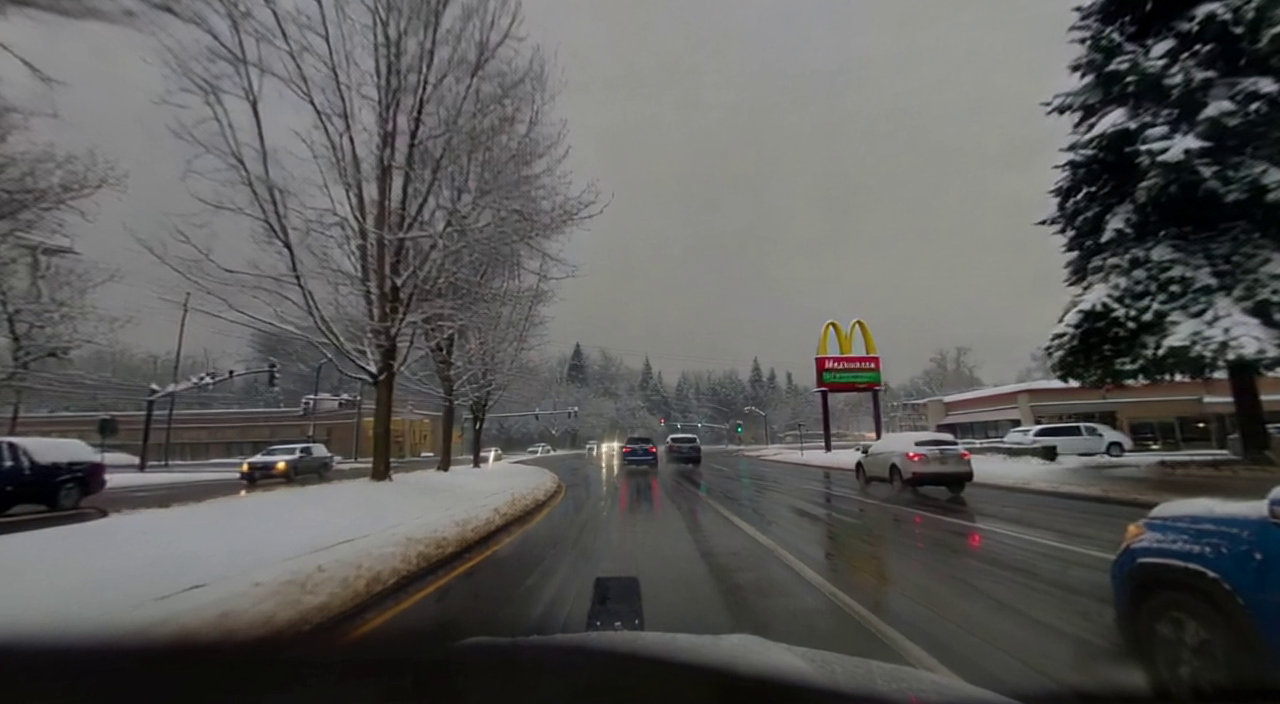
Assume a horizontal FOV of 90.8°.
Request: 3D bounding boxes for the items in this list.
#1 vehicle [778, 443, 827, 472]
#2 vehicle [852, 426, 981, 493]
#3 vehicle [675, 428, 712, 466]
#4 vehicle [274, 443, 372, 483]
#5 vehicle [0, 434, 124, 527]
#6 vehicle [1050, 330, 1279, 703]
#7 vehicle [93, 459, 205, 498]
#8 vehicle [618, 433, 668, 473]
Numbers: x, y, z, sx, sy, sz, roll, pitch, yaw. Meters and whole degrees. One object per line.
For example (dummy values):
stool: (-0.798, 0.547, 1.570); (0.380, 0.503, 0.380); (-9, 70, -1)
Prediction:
vehicle: (9.129, 5.938, 35.863); (1.879, 1.517, 4.006); (-1, -9, 2)
vehicle: (8.142, 3.203, 19.130); (1.977, 1.786, 4.344); (0, -9, 1)
vehicle: (3.815, 6.844, 45.648); (2.239, 2.586, 4.586); (0, -8, 0)
vehicle: (-14.450, 5.084, 29.142); (2.136, 1.676, 4.371); (-1, -9, 2)
vehicle: (-13.943, 2.652, 13.103); (2.159, 1.836, 5.038); (0, -9, 0)
vehicle: (3.503, 0.637, 1.488); (2.076, 1.716, 4.416); (0, -9, 0)
vehicle: (-21.836, 5.600, 28.285); (1.879, 1.520, 3.830); (0, -9, 0)
vehicle: (0.119, 5.261, 32.993); (2.402, 1.938, 4.535); (0, -9, -1)
